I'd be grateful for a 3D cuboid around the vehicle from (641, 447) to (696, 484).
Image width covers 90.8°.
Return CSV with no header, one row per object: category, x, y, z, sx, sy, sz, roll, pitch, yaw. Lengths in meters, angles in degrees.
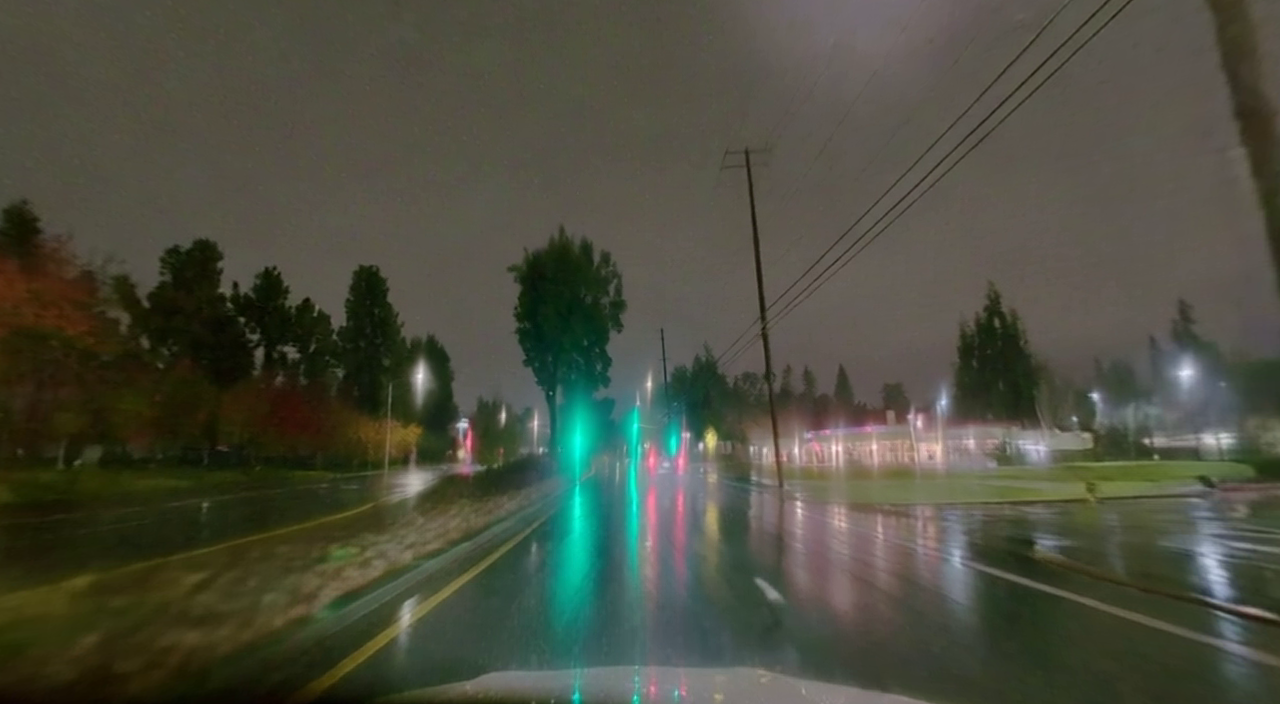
vehicle,1.171,4.981,28.061,2.061,1.475,4.296,0,-8,-3
